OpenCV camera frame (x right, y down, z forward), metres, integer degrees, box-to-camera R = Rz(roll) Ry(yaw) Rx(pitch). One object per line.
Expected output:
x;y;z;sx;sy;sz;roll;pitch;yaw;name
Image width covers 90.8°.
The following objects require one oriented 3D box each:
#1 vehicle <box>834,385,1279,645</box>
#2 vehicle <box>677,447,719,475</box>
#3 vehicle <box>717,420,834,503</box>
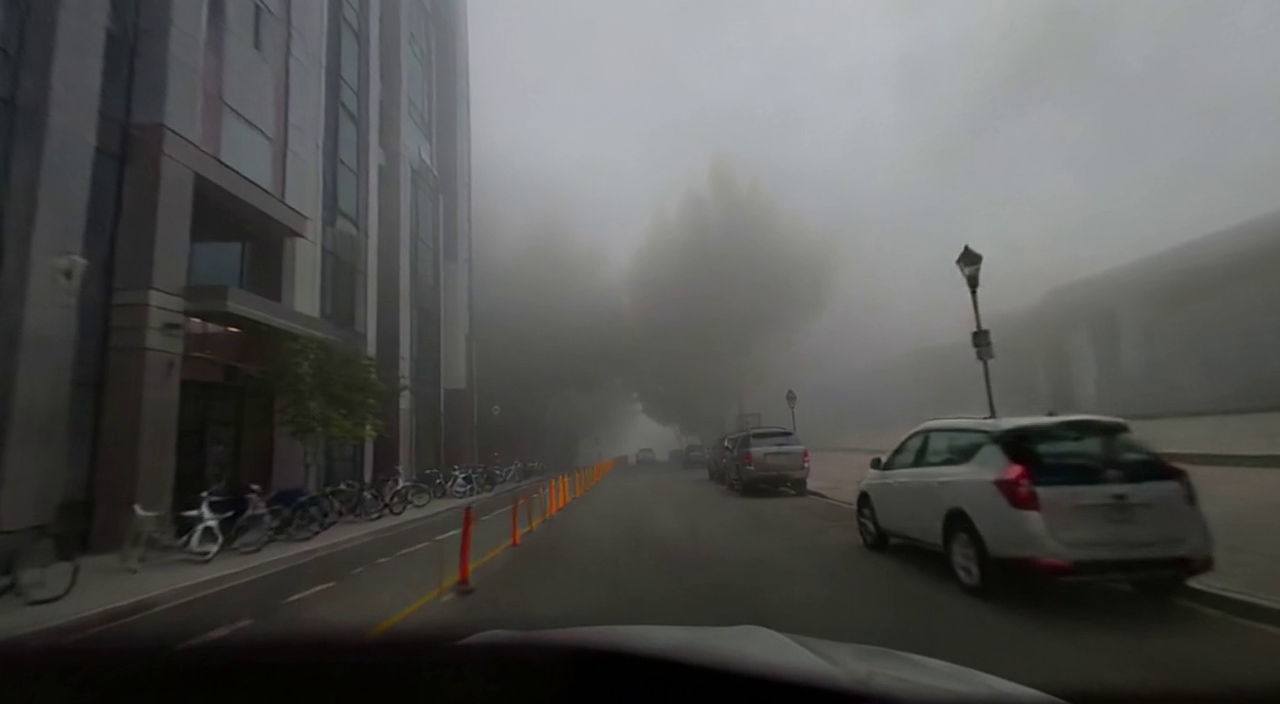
3.789;1.469;6.625;1.999;1.769;4.191;-1;-9;-2;vehicle
3.281;6.269;36.555;1.963;1.445;4.948;-1;-9;0;vehicle
3.451;2.944;17.196;2.127;1.864;4.892;-1;-9;0;vehicle
